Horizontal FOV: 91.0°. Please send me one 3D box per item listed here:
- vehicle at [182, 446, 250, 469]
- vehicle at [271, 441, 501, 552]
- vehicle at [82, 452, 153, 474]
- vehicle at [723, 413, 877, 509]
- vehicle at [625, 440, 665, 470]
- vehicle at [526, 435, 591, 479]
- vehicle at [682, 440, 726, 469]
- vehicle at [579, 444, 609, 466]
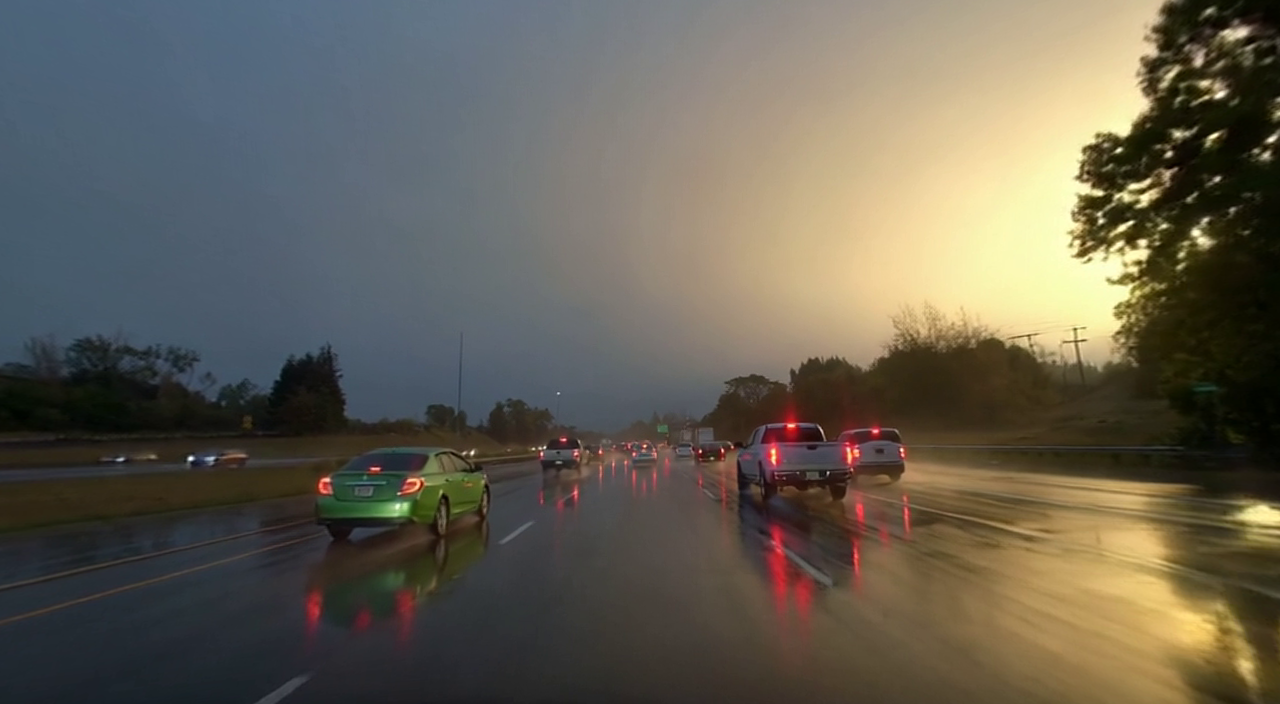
[{"bbox_3d":[-30.770,7.660,45.880,1.875,1.542,4.486,0,-9,0],"label":"vehicle"},{"bbox_3d":[-3.797,2.209,10.388,1.947,1.424,4.264,0,-9,1],"label":"vehicle"},{"bbox_3d":[-38.265,8.102,46.225,1.751,1.485,4.008,0,-9,0],"label":"vehicle"},{"bbox_3d":[3.649,2.646,15.712,2.340,1.925,5.529,0,-9,-1],"label":"vehicle"},{"bbox_3d":[0.248,5.836,35.755,2.147,1.572,4.094,0,-9,0],"label":"vehicle"},{"bbox_3d":[-3.562,4.732,28.640,2.176,1.783,4.799,0,-9,2],"label":"vehicle"},{"bbox_3d":[3.832,6.244,38.423,2.145,1.636,4.437,1,-9,-1],"label":"vehicle"},{"bbox_3d":[-3.318,7.495,45.858,1.907,1.484,3.954,0,-9,0],"label":"vehicle"}]
